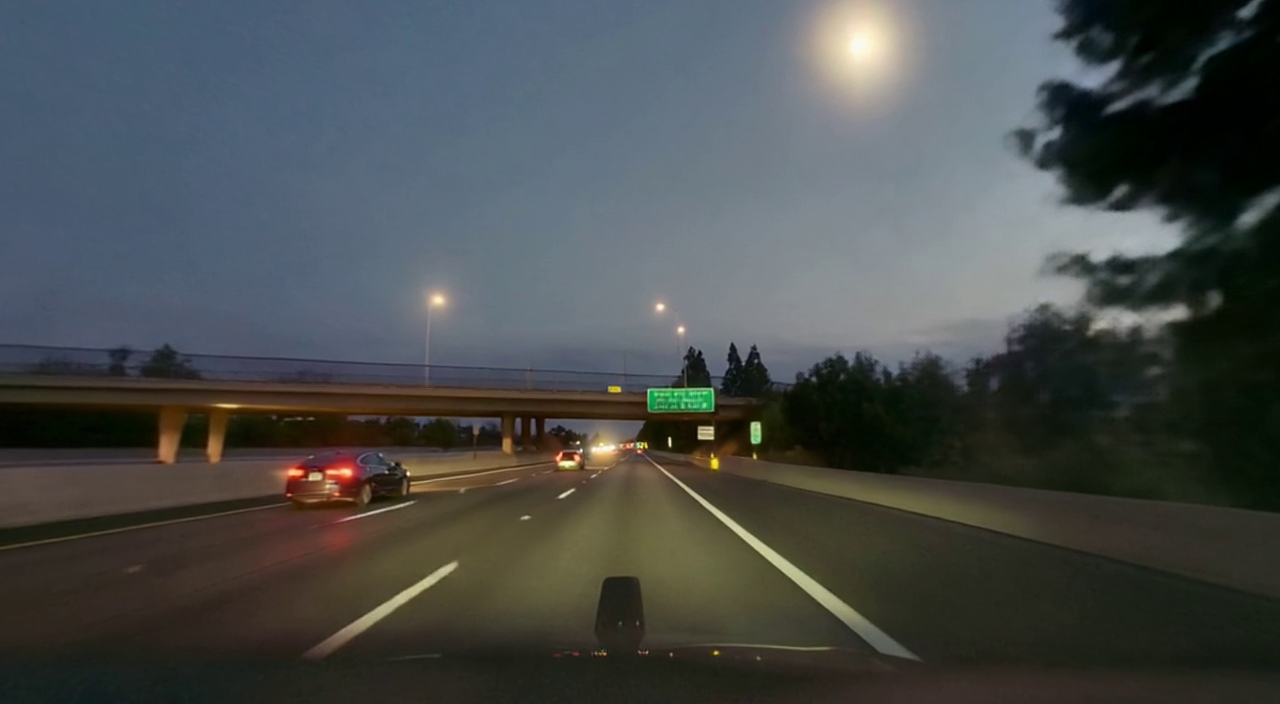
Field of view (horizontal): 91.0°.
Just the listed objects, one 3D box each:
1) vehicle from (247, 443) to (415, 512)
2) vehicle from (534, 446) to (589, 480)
[{"bbox_3d":[-7.729,3.169,16.391,2.002,1.507,4.631,0,-9,0],"label":"vehicle"},{"bbox_3d":[-3.857,5.575,31.874,2.102,1.571,4.666,0,-9,1],"label":"vehicle"}]
